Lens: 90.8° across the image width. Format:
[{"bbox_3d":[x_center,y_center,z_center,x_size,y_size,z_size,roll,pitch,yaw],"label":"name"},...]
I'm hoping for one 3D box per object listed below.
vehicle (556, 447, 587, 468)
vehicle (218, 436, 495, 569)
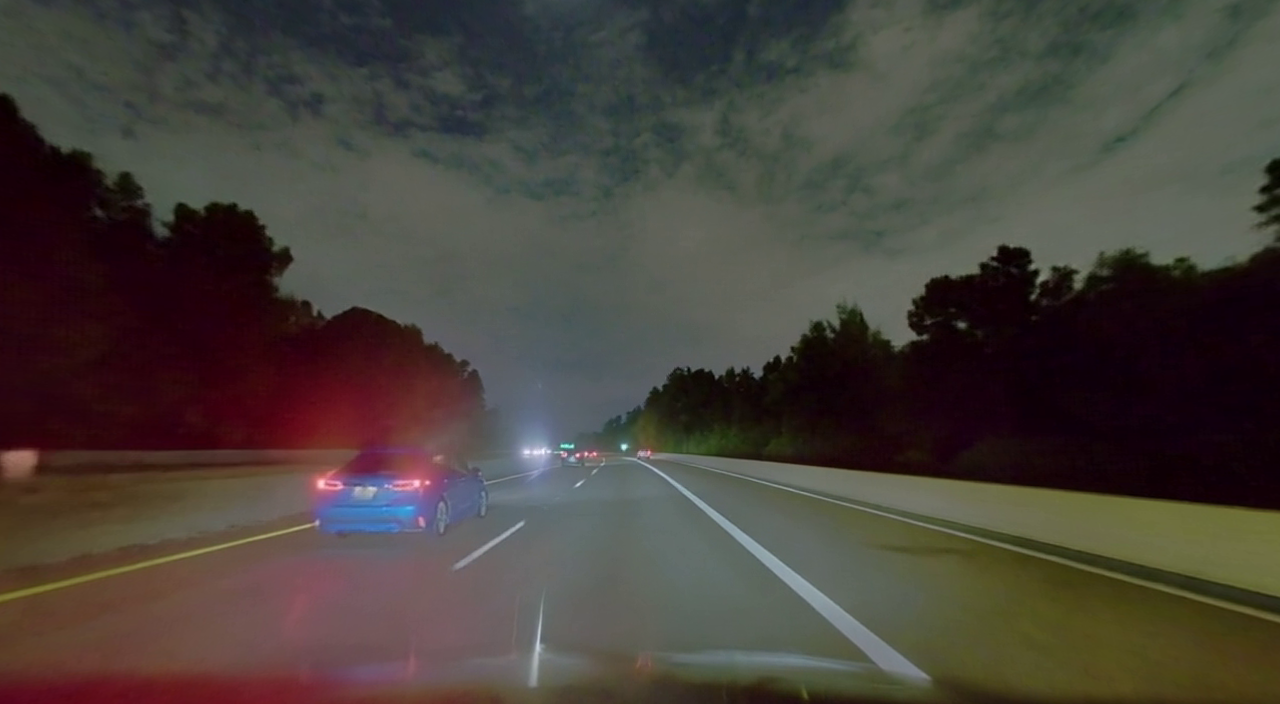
[{"bbox_3d":[-5.376,8.340,49.996,2.049,1.521,4.366,0,-9,-2],"label":"vehicle"},{"bbox_3d":[-3.808,2.089,9.721,1.957,1.499,4.965,0,-9,0],"label":"vehicle"}]
